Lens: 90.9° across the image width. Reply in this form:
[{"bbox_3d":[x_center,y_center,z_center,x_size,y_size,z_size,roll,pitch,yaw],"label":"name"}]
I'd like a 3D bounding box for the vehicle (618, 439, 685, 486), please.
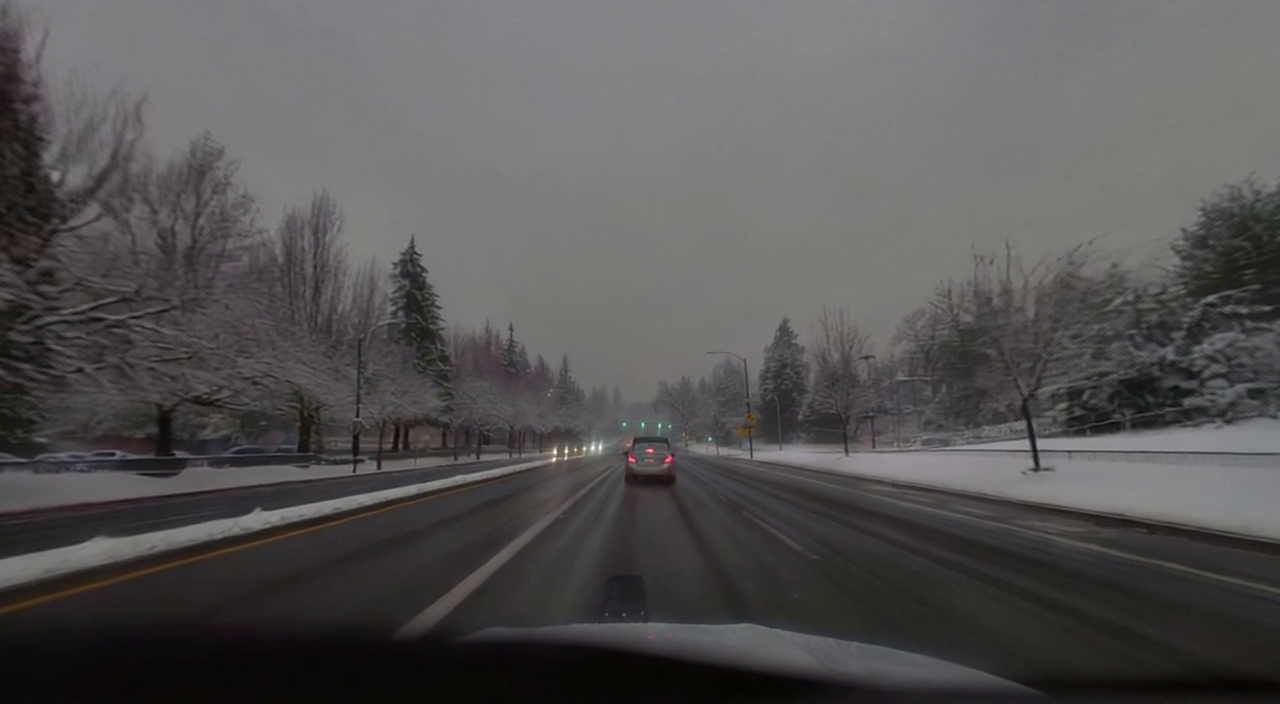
[{"bbox_3d":[0.330,3.763,21.833,2.093,1.442,3.977,0,-8,-1],"label":"vehicle"}]

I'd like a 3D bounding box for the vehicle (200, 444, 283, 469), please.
[{"bbox_3d":[-30.079,7.891,47.710,4.764,1.786,2.091,0,-8,0],"label":"vehicle"}]

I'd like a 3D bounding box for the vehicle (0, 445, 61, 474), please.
[{"bbox_3d":[-42.454,7.241,42.585,4.467,1.834,2.087,0,-8,-1],"label":"vehicle"}]
